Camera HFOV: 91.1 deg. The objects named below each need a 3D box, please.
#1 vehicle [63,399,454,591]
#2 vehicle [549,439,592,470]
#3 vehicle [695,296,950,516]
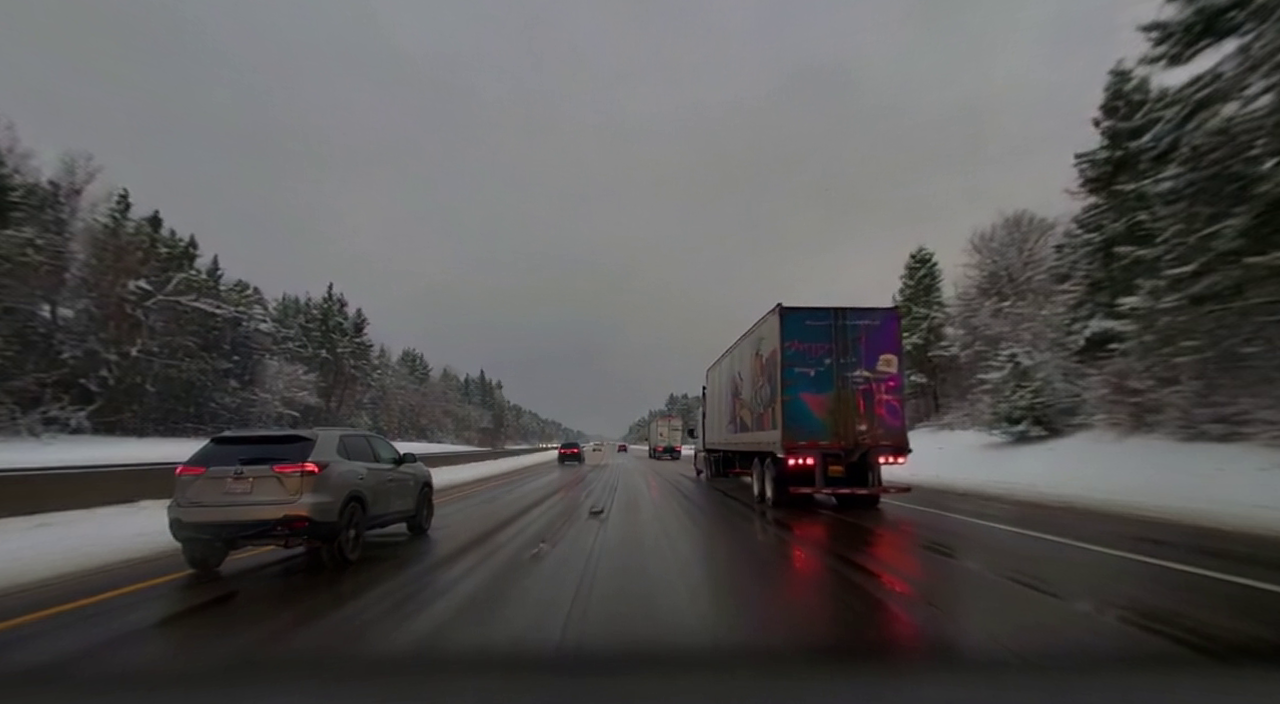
[{"bbox_3d":[-4.240,1.682,8.228,2.202,1.760,4.617,0,-9,0],"label":"vehicle"},{"bbox_3d":[-4.141,6.213,38.308,2.139,1.716,4.530,0,-9,-1],"label":"vehicle"},{"bbox_3d":[3.885,1.983,18.370,2.933,4.016,13.949,0,-9,-1],"label":"vehicle"}]
